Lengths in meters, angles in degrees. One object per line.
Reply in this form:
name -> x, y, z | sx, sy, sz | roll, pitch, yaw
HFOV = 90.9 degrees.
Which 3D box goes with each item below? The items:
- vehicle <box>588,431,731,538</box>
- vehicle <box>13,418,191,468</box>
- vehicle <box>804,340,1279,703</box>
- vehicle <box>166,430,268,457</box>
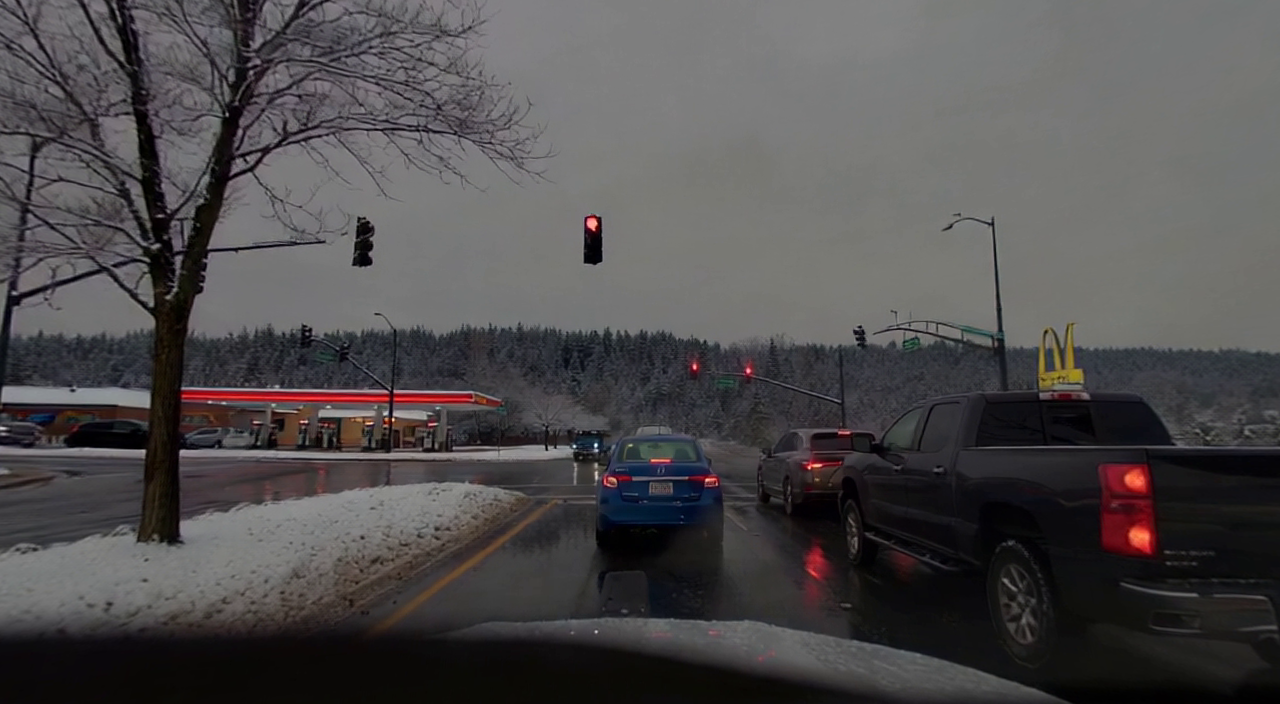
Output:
vehicle -> 0.269, 2.174, 10.954 | 2.027, 1.494, 3.824 | 0, -8, 0
vehicle -> -19.682, 3.361, 23.229 | 4.742, 1.720, 2.107 | -1, -8, 5
vehicle -> 3.539, 1.313, 6.108 | 2.277, 1.871, 6.143 | 0, -8, 0
vehicle -> -23.094, 5.034, 34.511 | 4.326, 1.420, 1.798 | -1, -8, 4
